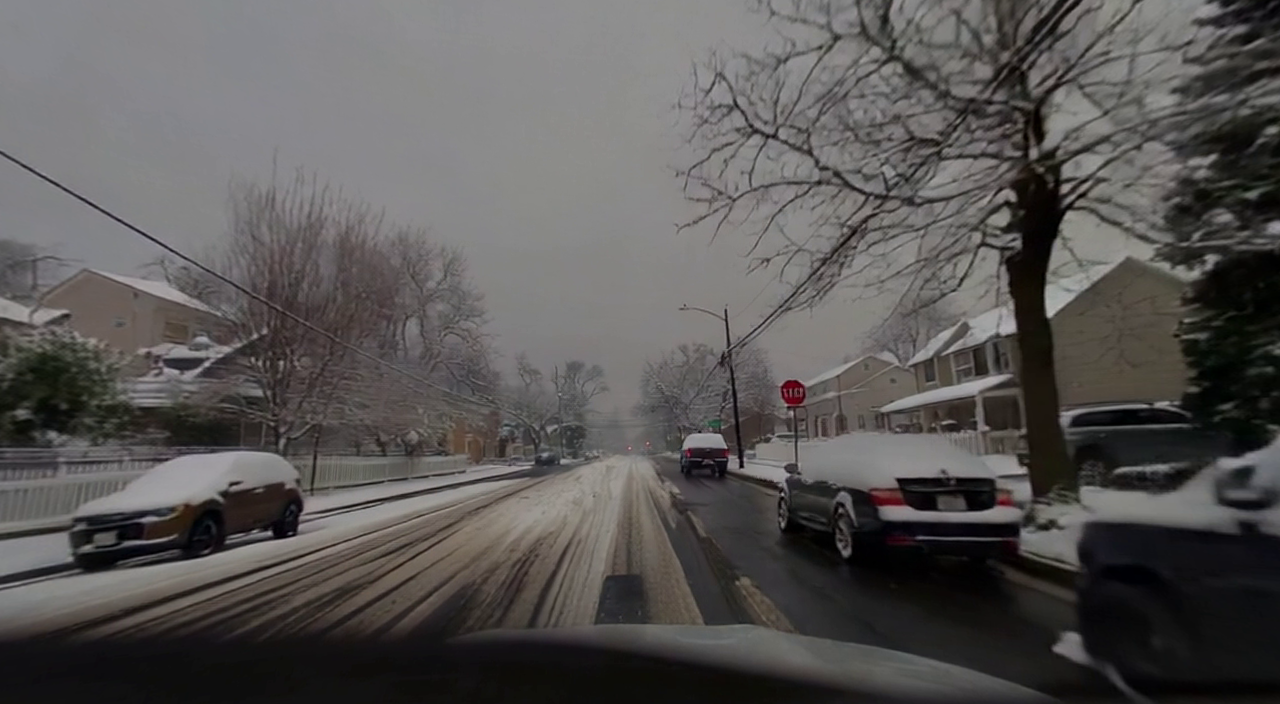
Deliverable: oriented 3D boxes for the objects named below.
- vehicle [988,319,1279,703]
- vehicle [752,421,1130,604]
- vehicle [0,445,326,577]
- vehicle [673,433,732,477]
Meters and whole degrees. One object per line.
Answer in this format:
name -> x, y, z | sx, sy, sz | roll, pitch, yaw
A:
vehicle -> 3.210, 0.654, 1.481 | 2.080, 1.706, 4.449 | 0, -9, -2
vehicle -> 2.945, 1.683, 7.622 | 2.185, 1.513, 4.524 | 0, -9, -2
vehicle -> -7.168, 2.322, 10.117 | 2.125, 1.623, 4.207 | 0, -9, -1
vehicle -> 2.730, 4.636, 28.651 | 2.126, 1.795, 4.751 | 0, -9, -1
